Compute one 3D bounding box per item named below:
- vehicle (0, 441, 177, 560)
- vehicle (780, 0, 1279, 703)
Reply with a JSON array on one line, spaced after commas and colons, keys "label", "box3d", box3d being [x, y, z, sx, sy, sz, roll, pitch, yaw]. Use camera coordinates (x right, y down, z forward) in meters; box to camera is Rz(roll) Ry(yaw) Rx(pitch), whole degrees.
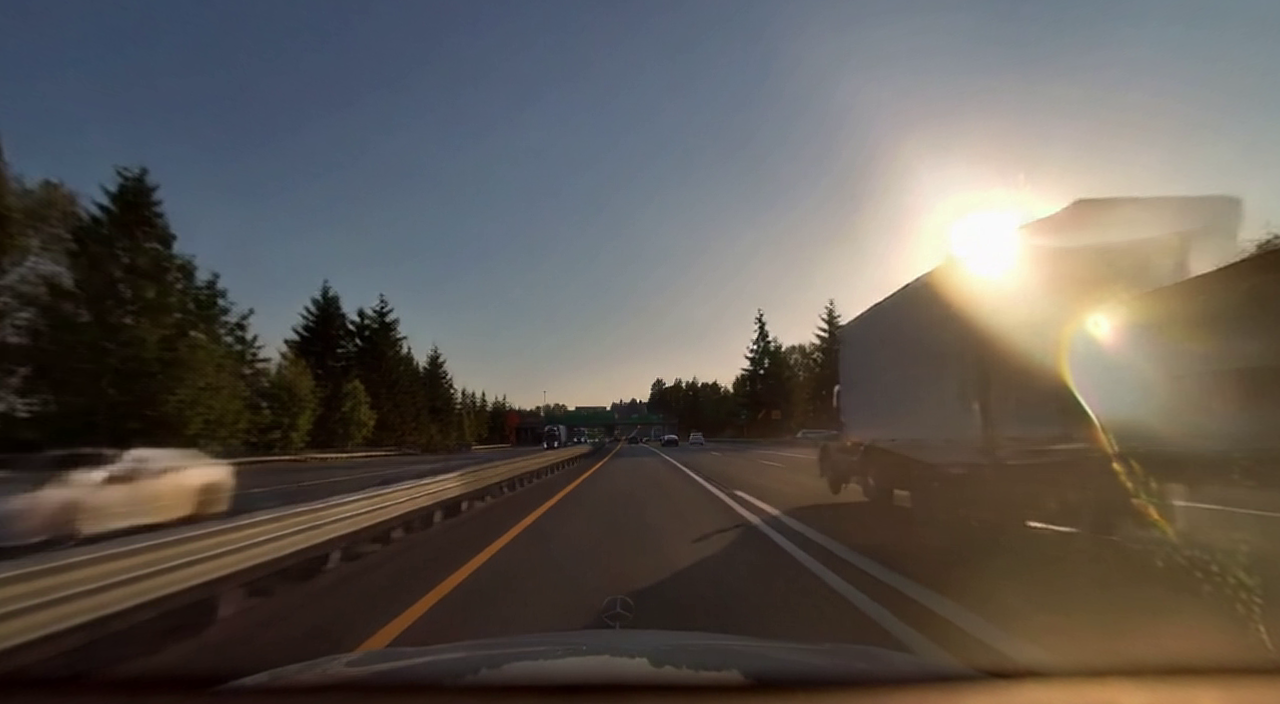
[{"label": "vehicle", "box3d": [-9.030, 1.974, 8.680, 2.106, 1.457, 4.262, 0, -8, -1]}, {"label": "vehicle", "box3d": [3.656, -0.377, 2.342, 2.954, 3.995, 13.335, 0, -8, -1]}]
